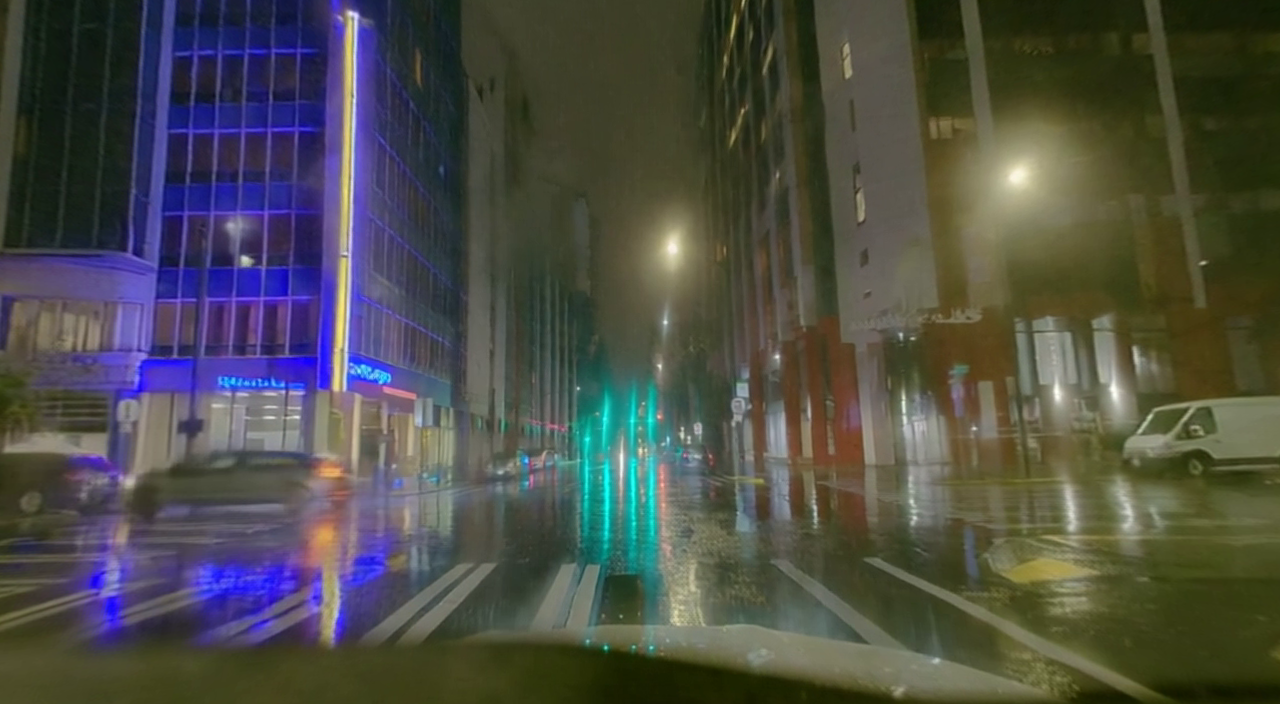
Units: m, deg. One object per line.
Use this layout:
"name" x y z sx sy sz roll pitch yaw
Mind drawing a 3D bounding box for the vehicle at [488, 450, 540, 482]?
"vehicle" -6.157 5.569 31.209 1.864 1.447 3.887 0 -9 -2

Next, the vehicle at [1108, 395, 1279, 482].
"vehicle" 18.572 2.750 20.085 5.384 2.586 2.358 0 -9 0

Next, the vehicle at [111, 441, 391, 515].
"vehicle" -8.469 2.774 14.259 4.877 1.482 2.041 1 -9 -7

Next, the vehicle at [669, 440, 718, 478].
"vehicle" 2.459 5.059 30.123 1.917 1.680 4.500 0 -9 -1

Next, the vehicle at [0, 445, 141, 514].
"vehicle" -16.110 3.242 16.312 4.558 1.635 2.008 1 -9 -6
